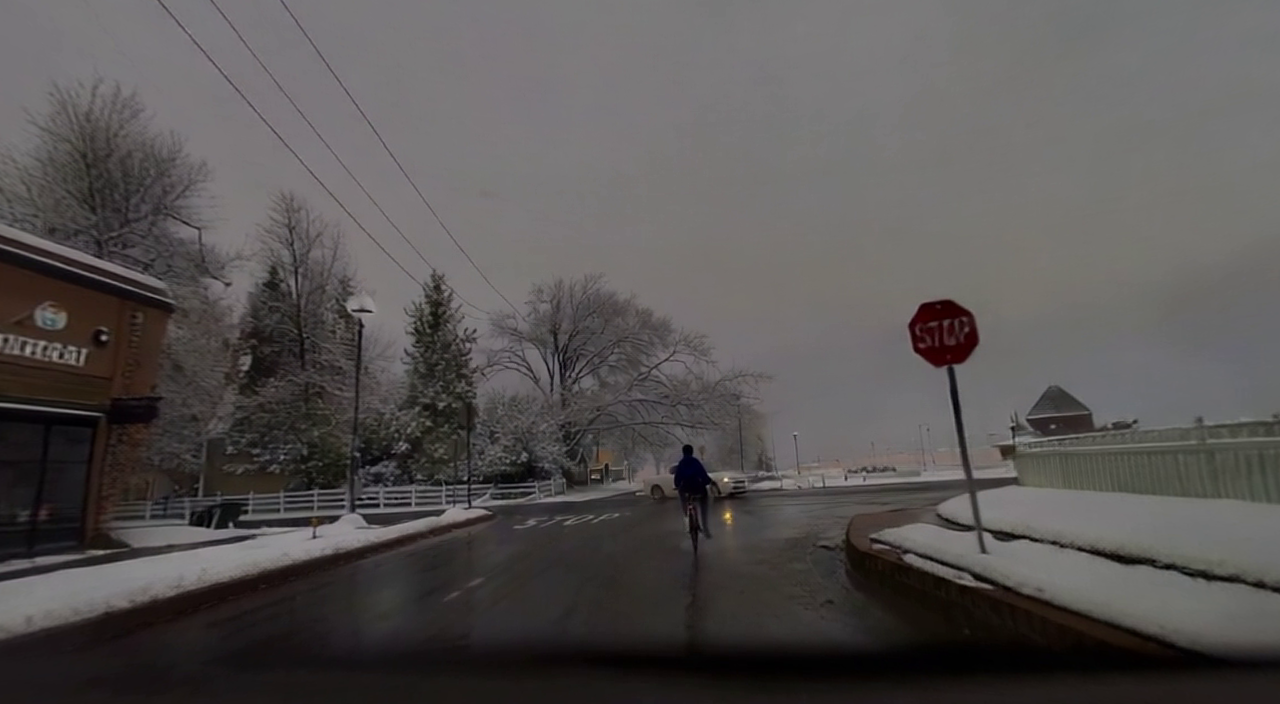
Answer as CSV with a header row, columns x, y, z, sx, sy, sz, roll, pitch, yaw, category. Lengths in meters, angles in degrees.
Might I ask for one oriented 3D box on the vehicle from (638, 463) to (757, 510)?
x,y,z,sx,sy,sz,roll,pitch,yaw,category
2.109,5.254,25.183,2.112,1.479,5.323,5,-10,-28,vehicle
